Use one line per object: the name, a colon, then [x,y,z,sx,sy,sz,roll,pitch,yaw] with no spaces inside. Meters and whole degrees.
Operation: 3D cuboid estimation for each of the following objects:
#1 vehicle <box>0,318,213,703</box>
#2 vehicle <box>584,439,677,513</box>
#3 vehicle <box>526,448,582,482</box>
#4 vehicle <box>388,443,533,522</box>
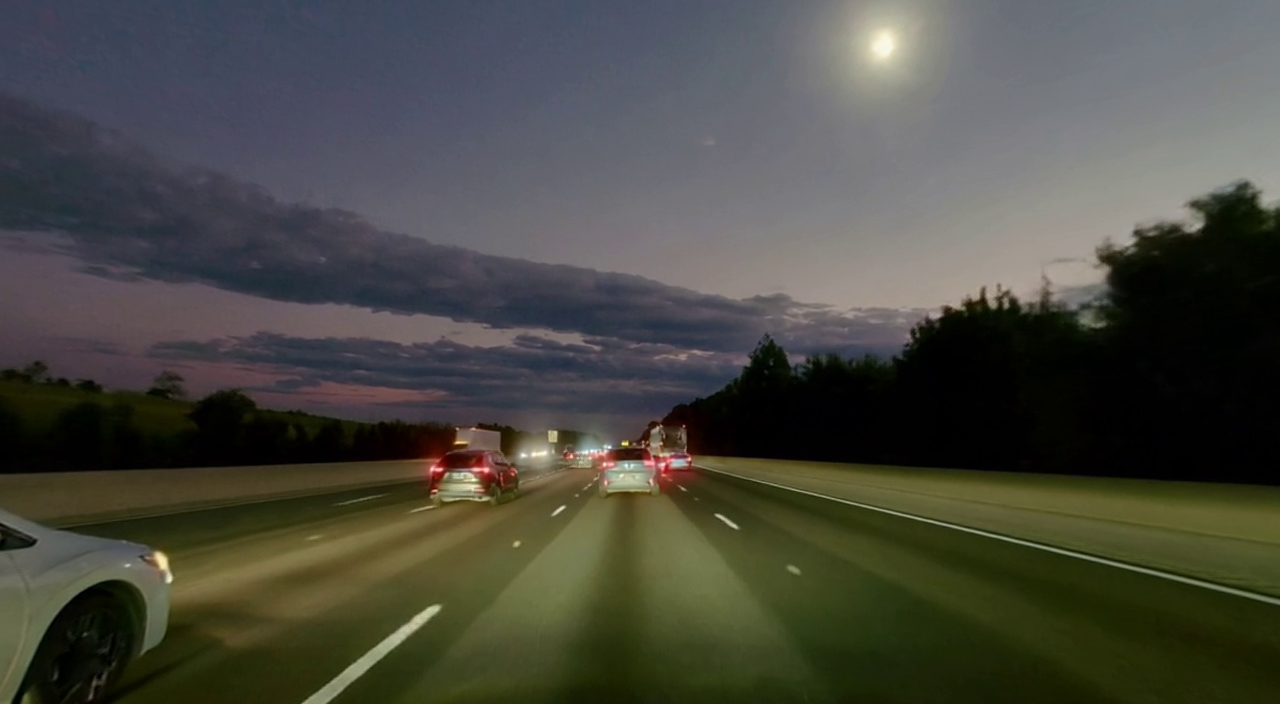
vehicle: [-3.958,0.614,1.566,2.243,1.889,4.949,0,-9,1]
vehicle: [-0.209,2.960,15.379,1.996,1.574,3.426,0,-9,0]
vehicle: [-4.018,5.368,30.257,1.999,1.484,4.269,0,-9,1]
vehicle: [-3.830,2.856,14.385,1.988,1.501,4.438,0,-9,0]
